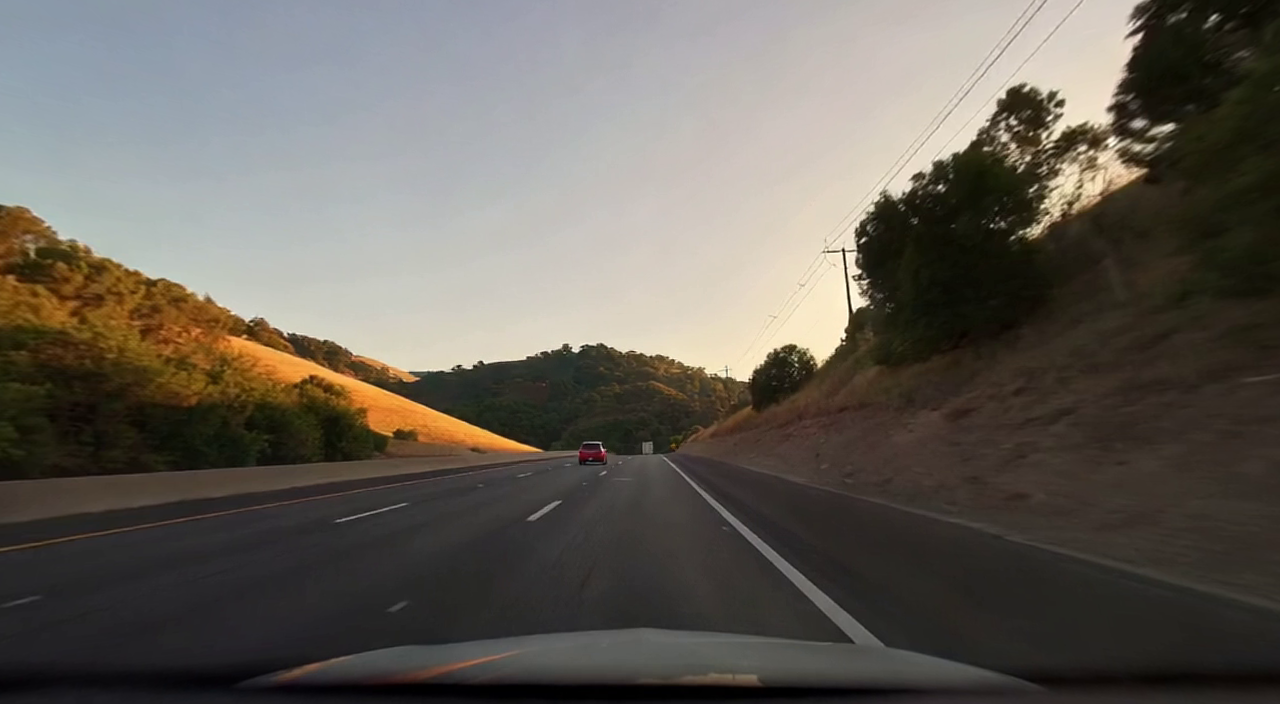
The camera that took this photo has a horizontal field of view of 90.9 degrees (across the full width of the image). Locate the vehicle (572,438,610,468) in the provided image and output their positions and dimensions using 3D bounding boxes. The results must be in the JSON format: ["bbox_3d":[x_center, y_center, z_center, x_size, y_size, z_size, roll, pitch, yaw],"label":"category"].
[{"bbox_3d":[-3.217,6.752,42.385,2.136,1.845,4.515,0,-8,1],"label":"vehicle"}]
